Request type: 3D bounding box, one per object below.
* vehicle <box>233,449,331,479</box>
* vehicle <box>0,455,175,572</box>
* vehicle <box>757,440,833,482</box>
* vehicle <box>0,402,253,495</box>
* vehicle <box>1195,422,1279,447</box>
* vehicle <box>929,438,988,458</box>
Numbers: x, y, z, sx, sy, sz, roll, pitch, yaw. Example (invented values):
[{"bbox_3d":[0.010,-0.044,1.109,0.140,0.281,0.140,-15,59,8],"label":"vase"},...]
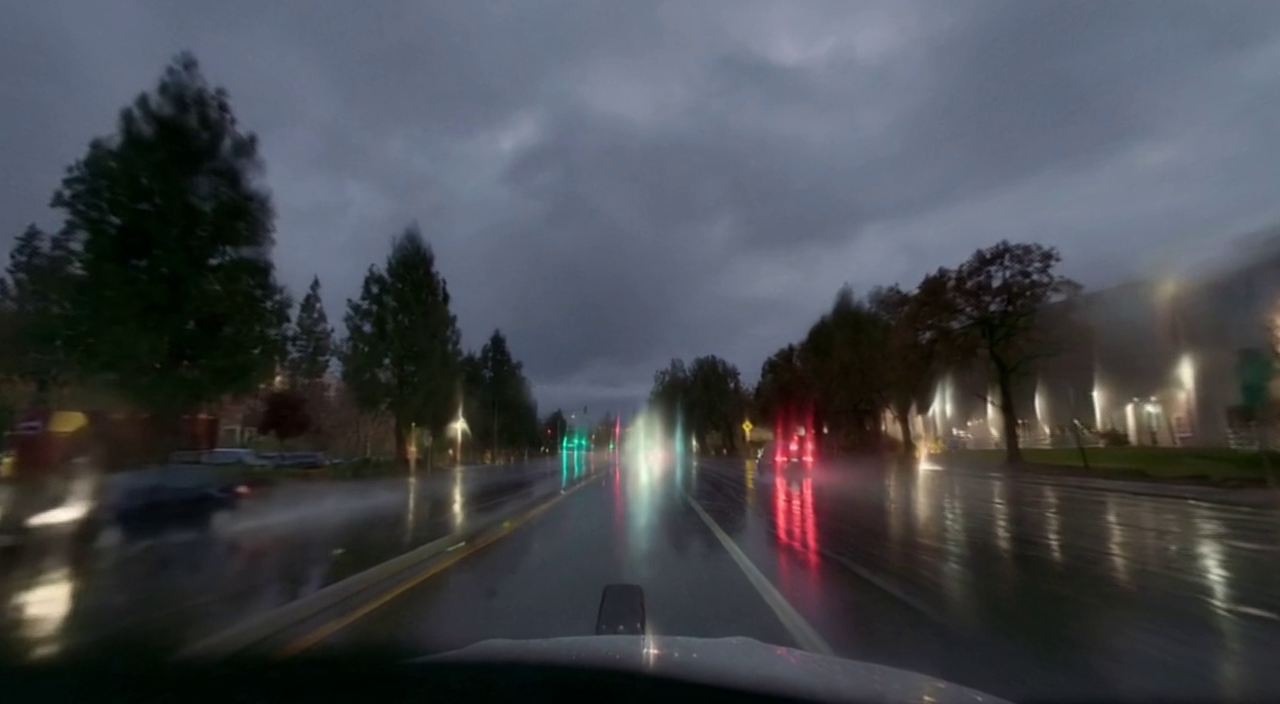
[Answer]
[{"bbox_3d":[-20.746,6.502,36.709,4.519,1.614,1.898,-1,-9,3],"label":"vehicle"},{"bbox_3d":[-9.465,2.337,9.311,1.865,1.503,4.375,-2,-9,1],"label":"vehicle"},{"bbox_3d":[6.648,4.718,27.618,2.181,1.639,4.127,0,-9,-1],"label":"vehicle"},{"bbox_3d":[-21.300,3.989,26.320,8.324,3.550,2.670,0,-9,-2],"label":"vehicle"},{"bbox_3d":[38.479,5.236,39.759,1.814,1.469,4.858,6,-11,-35],"label":"vehicle"},{"bbox_3d":[24.385,7.364,48.368,3.603,1.474,1.634,0,-9,-2],"label":"vehicle"}]
